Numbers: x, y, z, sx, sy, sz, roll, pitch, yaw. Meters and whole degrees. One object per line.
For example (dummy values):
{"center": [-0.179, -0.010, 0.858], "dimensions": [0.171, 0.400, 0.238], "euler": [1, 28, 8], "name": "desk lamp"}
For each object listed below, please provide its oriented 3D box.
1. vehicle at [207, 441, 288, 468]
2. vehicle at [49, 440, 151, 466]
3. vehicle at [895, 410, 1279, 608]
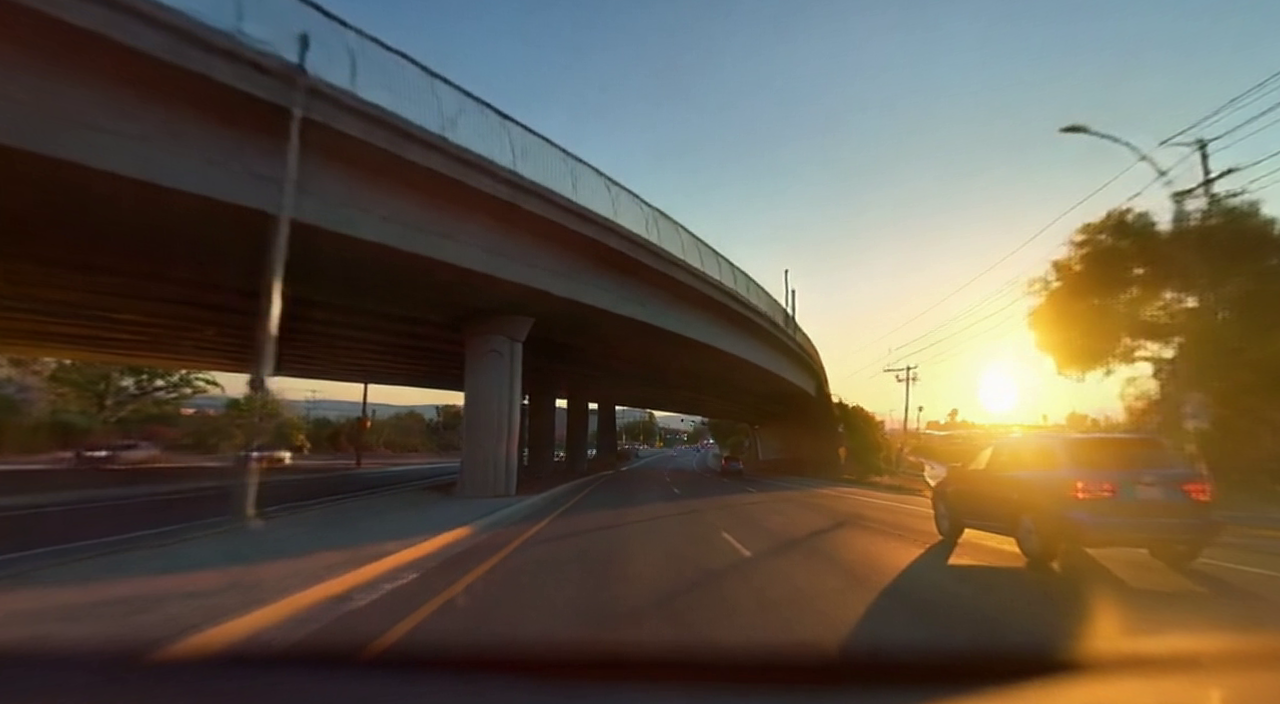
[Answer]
{"center": [-26.063, 6.842, 42.168], "dimensions": [1.921, 1.552, 4.770], "euler": [-5, -9, 9], "name": "vehicle"}
{"center": [-33.628, 6.310, 39.539], "dimensions": [1.841, 1.534, 4.664], "euler": [-2, -9, 9], "name": "vehicle"}
{"center": [6.032, 2.002, 9.233], "dimensions": [2.331, 1.872, 5.378], "euler": [-4, -9, 1], "name": "vehicle"}
